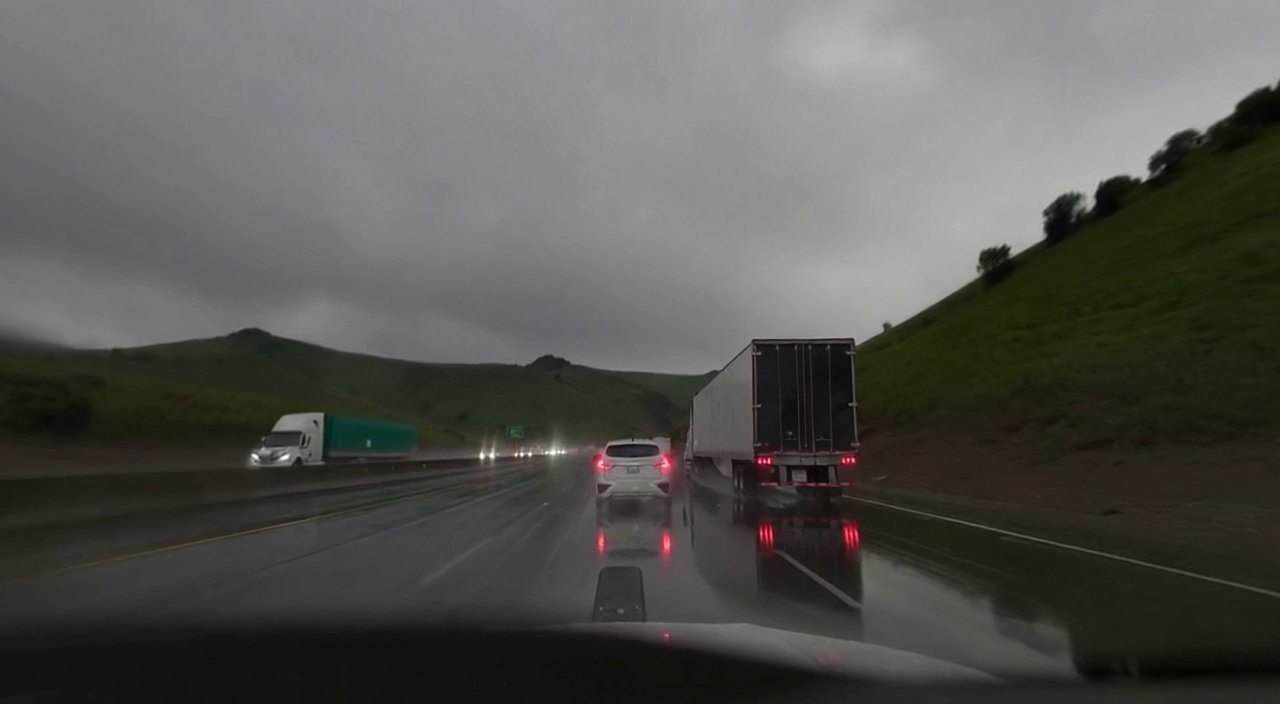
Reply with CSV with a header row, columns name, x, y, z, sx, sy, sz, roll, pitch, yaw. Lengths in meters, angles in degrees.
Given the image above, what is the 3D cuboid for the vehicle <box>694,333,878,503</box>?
name,x,y,z,sx,sy,sz,roll,pitch,yaw
vehicle,4.023,2.620,21.935,2.812,4.024,14.098,0,-9,-1

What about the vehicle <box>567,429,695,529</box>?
name,x,y,z,sx,sy,sz,roll,pitch,yaw
vehicle,-0.179,2.410,12.415,2.109,1.639,3.768,0,-9,-1

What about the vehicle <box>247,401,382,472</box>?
name,x,y,z,sx,sy,sz,roll,pitch,yaw
vehicle,-19.869,5.421,39.672,2.962,3.847,10.654,0,-9,-1
